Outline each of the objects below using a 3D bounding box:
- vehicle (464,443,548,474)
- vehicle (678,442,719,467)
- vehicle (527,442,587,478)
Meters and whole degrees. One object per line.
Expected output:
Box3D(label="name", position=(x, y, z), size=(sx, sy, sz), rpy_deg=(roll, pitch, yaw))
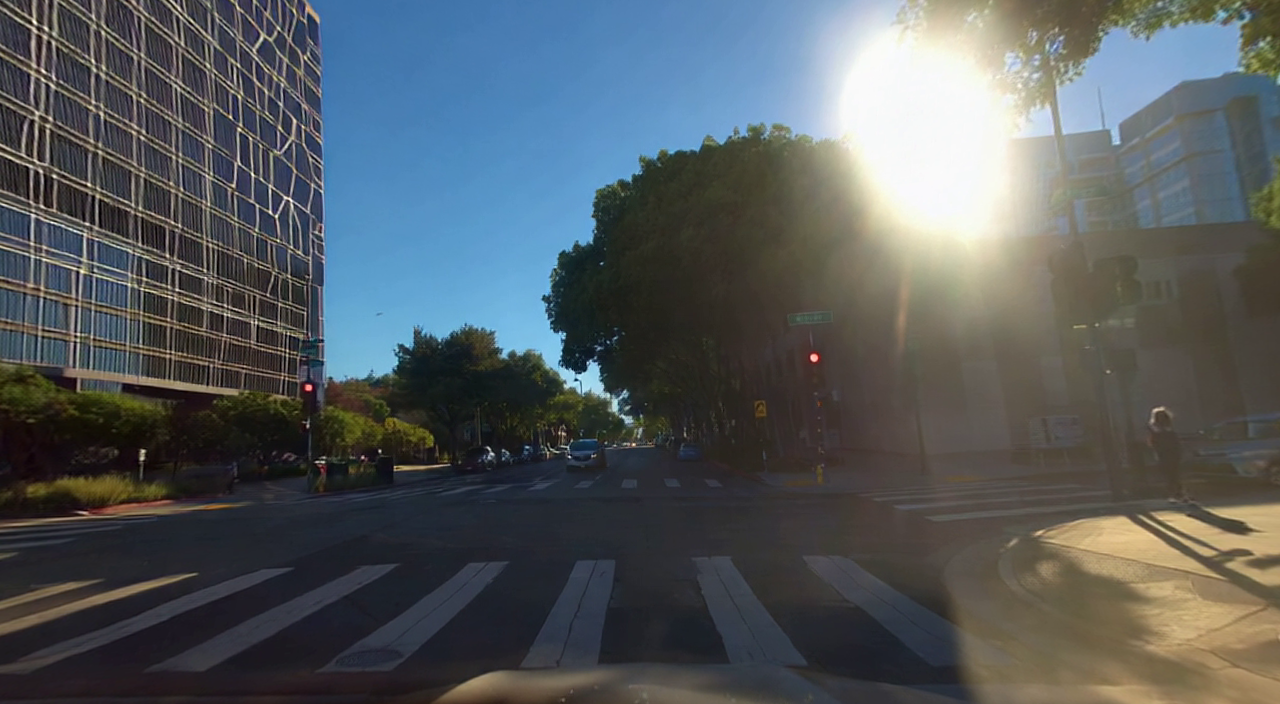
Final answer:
Box3D(label="vehicle", position=(-8.014, 6.361, 38.026), size=(4.526, 1.726, 1.963), rpy_deg=(8, -12, -44))
Box3D(label="vehicle", position=(3.541, 6.276, 38.860), size=(1.853, 1.426, 4.160), rpy_deg=(1, -8, -3))
Box3D(label="vehicle", position=(-3.668, 4.846, 28.631), size=(1.989, 1.481, 4.500), rpy_deg=(0, -8, 1))
